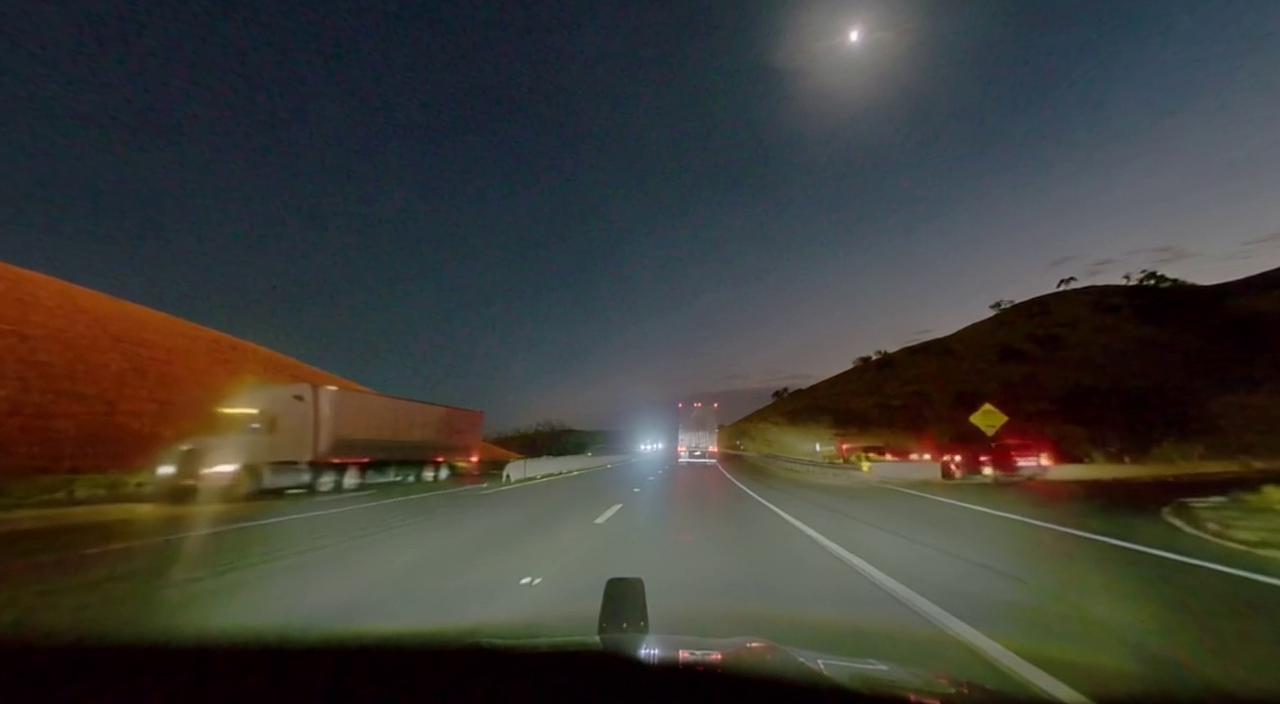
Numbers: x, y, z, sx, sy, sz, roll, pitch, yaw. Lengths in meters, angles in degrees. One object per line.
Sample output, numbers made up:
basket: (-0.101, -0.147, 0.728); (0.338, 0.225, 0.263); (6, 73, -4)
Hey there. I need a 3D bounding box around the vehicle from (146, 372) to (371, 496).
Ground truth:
vehicle: (-14.389, 3.323, 25.061); (3.008, 4.037, 8.612); (-1, -9, 4)
